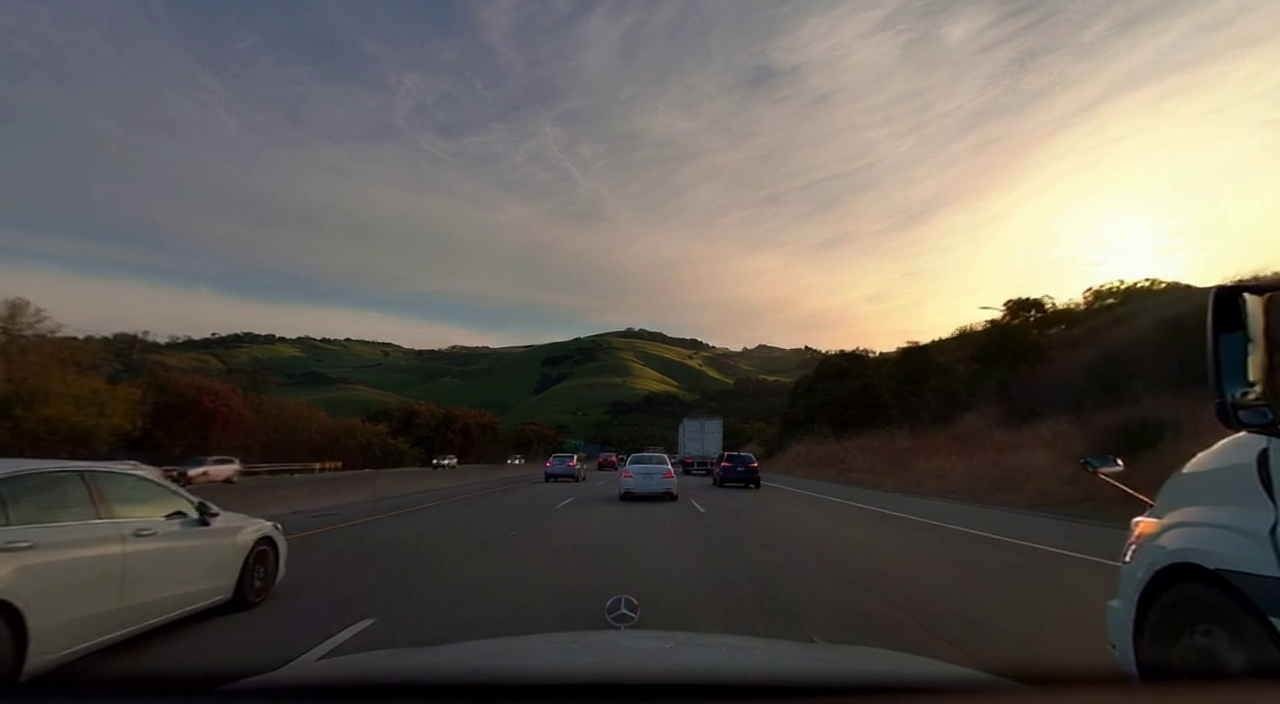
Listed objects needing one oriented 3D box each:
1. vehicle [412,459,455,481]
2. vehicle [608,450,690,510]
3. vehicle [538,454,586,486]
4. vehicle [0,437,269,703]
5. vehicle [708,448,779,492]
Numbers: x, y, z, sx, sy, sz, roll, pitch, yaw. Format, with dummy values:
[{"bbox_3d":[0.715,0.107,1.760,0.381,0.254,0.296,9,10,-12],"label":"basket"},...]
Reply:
[{"bbox_3d":[-14.918,8.529,45.719,1.758,1.421,3.735,-1,-9,2],"label":"vehicle"},{"bbox_3d":[0.235,3.486,17.573,2.041,1.484,3.535,0,-9,0],"label":"vehicle"},{"bbox_3d":[-3.794,5.808,31.336,1.848,1.486,3.832,0,-9,1],"label":"vehicle"},{"bbox_3d":[-4.373,1.237,3.457,1.920,1.506,4.454,0,-9,1],"label":"vehicle"},{"bbox_3d":[4.019,4.657,25.309,2.029,1.579,4.484,0,-9,-1],"label":"vehicle"}]
